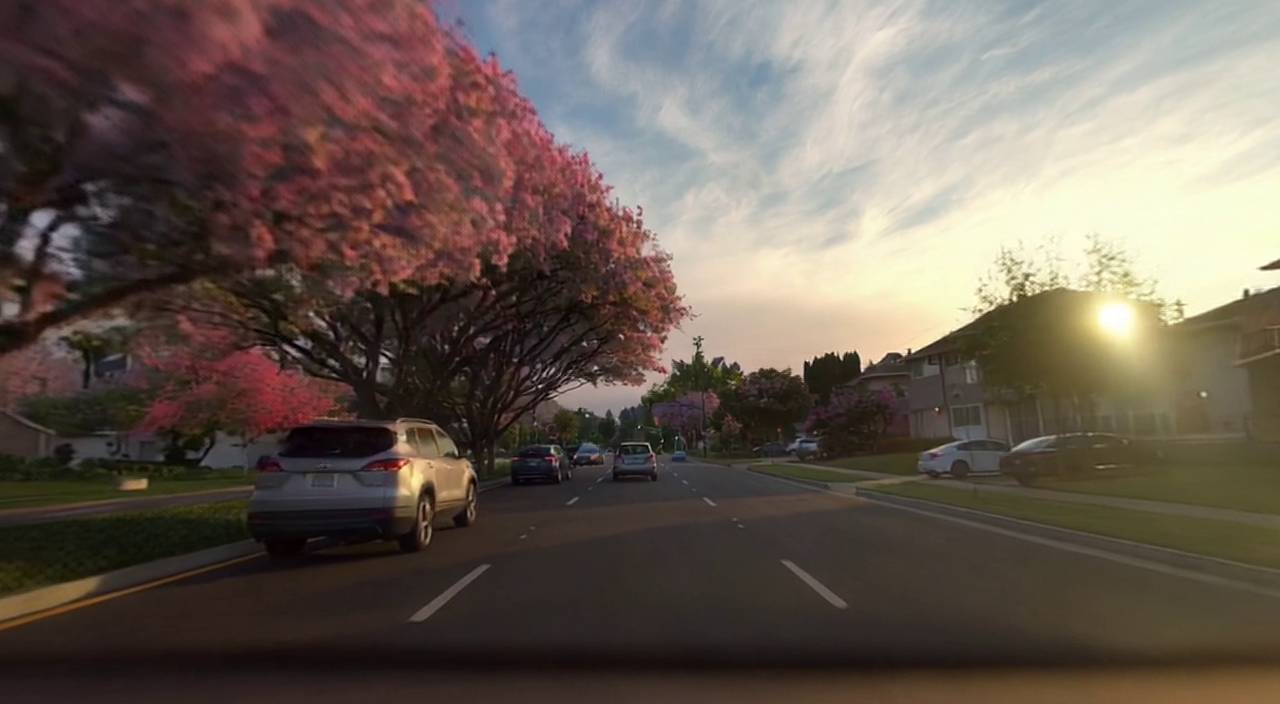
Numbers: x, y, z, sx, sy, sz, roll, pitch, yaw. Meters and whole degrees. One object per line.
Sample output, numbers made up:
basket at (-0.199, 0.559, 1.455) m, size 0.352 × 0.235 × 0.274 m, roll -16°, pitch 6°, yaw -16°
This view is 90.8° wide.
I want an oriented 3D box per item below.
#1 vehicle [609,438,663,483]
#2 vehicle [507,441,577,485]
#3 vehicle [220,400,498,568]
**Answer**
vehicle at (-0.154, 4.250, 25.036) m, size 1.997 × 1.636 × 3.760 m, roll 0°, pitch -8°, yaw 0°
vehicle at (-3.762, 4.326, 24.912) m, size 2.066 × 1.565 × 3.905 m, roll 0°, pitch -8°, yaw 1°
vehicle at (-3.807, 1.880, 9.805) m, size 2.161 × 1.919 × 4.798 m, roll 0°, pitch -8°, yaw -1°
